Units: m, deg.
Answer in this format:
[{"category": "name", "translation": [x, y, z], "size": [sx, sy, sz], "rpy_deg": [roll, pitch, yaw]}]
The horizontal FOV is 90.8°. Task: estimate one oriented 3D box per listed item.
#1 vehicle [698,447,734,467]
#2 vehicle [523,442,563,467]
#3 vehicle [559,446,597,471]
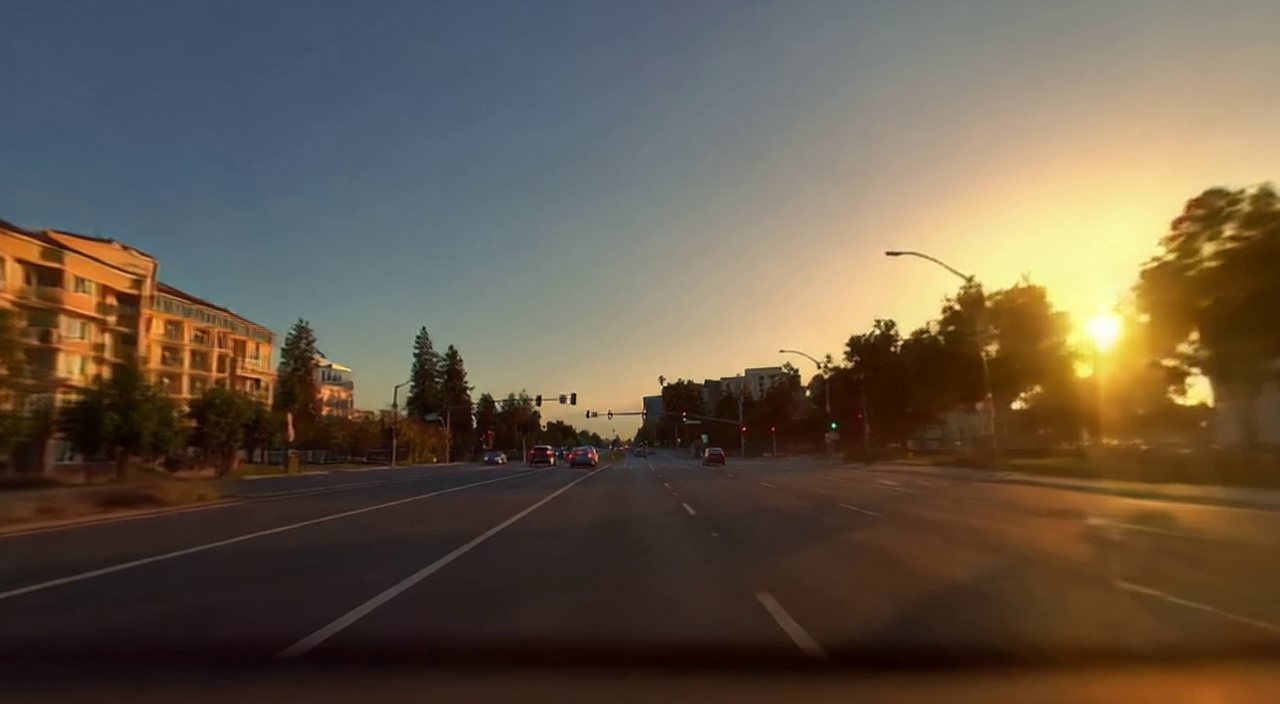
[{"category": "vehicle", "translation": [5.902, 8.197, 49.568], "size": [2.187, 1.475, 4.529], "rpy_deg": [0, -8, -2]}, {"category": "vehicle", "translation": [-7.405, 7.887, 48.746], "size": [2.185, 1.810, 5.589], "rpy_deg": [0, -8, 1]}, {"category": "vehicle", "translation": [-3.918, 6.766, 40.501], "size": [2.018, 1.463, 4.603], "rpy_deg": [0, -8, 0]}]
